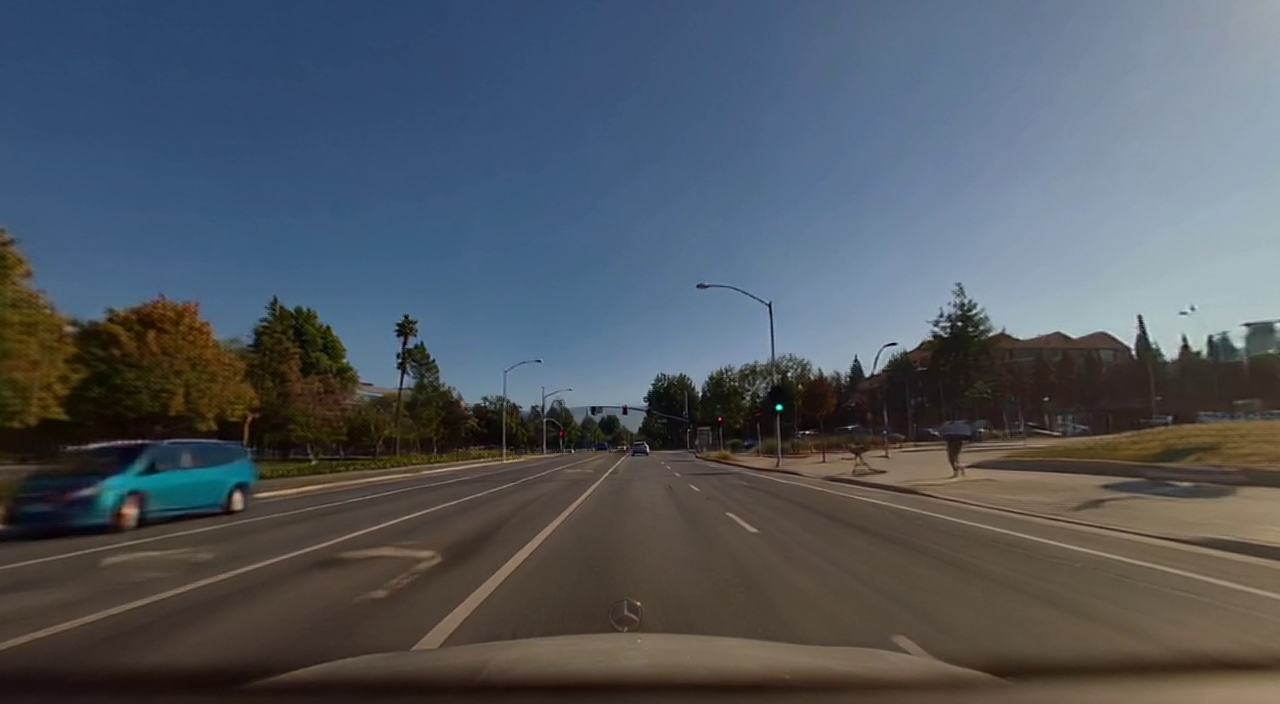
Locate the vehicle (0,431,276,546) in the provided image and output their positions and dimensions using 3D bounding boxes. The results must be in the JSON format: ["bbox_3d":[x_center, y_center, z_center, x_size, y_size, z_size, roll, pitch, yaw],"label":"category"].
[{"bbox_3d":[-9.205,2.408,11.911,2.066,1.709,4.509,0,-8,-2],"label":"vehicle"}]
